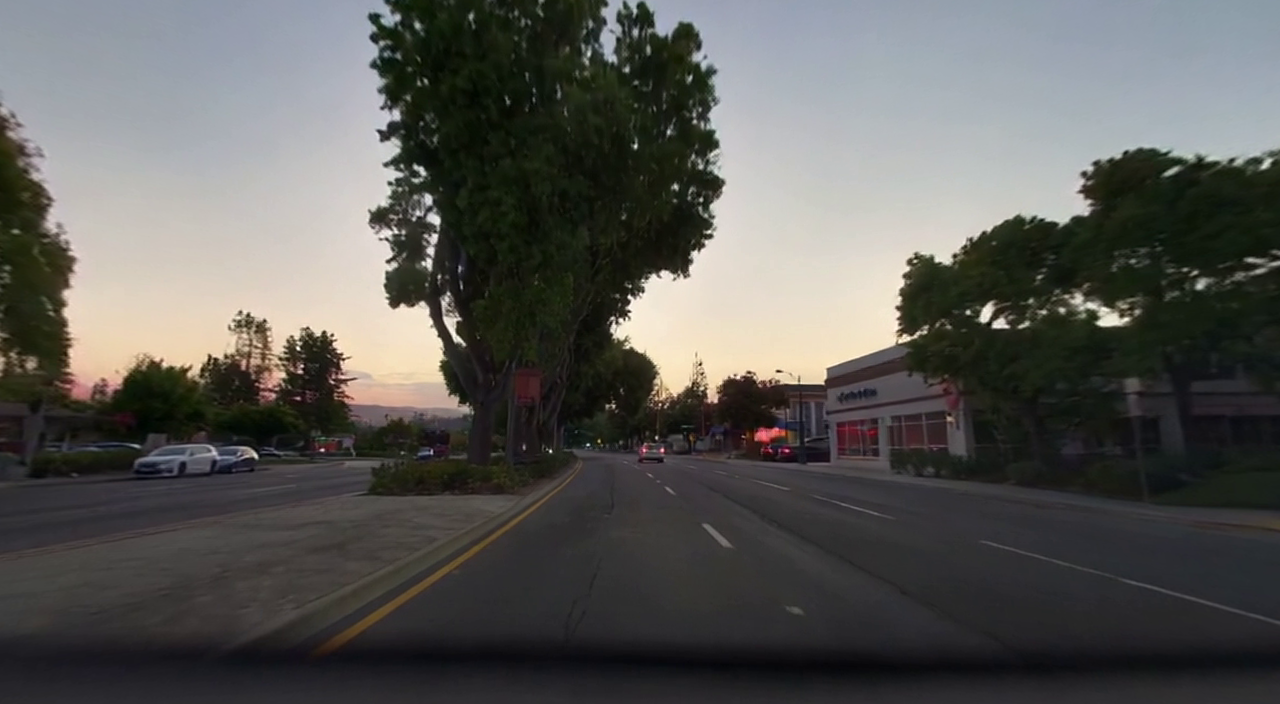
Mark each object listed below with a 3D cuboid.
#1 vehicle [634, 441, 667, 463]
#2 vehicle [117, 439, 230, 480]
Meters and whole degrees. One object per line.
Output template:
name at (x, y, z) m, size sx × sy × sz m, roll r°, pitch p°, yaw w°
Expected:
vehicle at (0.706, 7.195, 45.486) m, size 1.913 × 1.473 × 4.360 m, roll 1°, pitch -9°, yaw -5°
vehicle at (-20.428, 4.721, 27.942) m, size 1.874 × 1.651 × 4.259 m, roll 0°, pitch -9°, yaw -3°
